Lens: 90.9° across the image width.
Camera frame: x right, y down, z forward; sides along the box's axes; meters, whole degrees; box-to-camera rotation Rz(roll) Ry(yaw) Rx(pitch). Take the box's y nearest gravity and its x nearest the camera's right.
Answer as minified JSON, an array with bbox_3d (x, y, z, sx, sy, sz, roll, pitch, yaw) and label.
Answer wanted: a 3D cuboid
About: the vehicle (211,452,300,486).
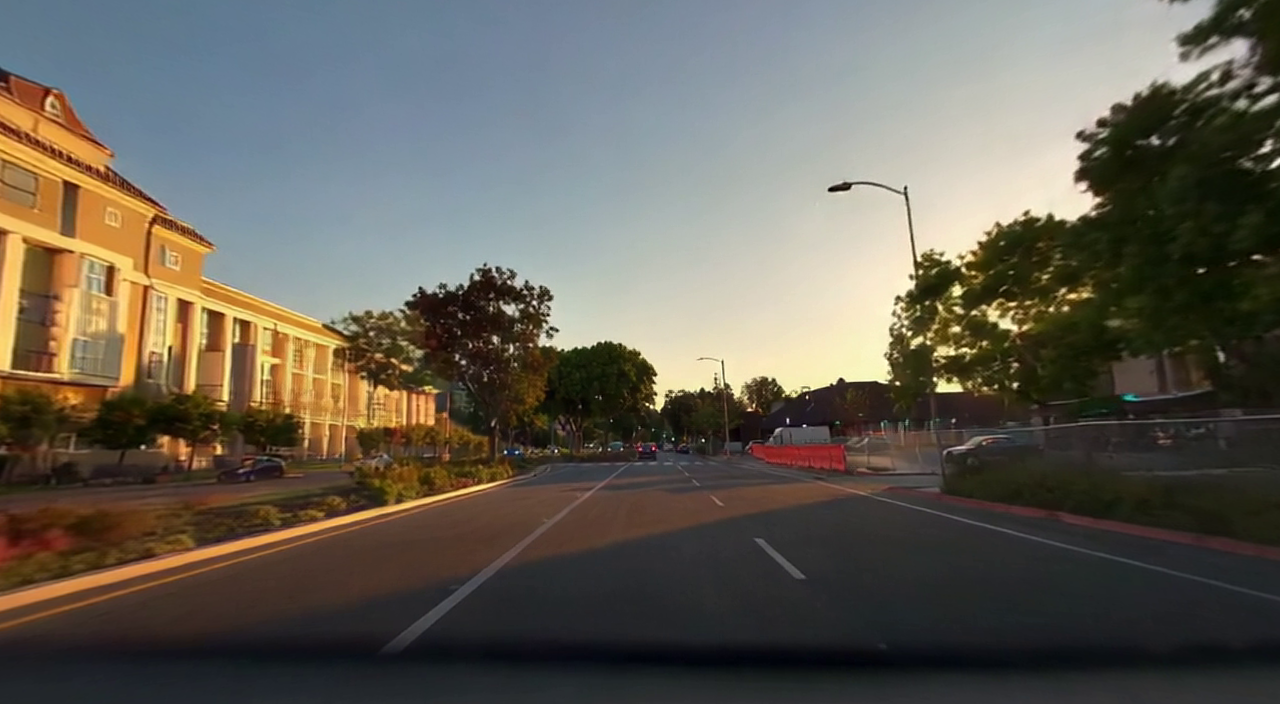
[{"bbox_3d":[-22.559,6.851,37.259,2.067,1.743,5.056,0,-8,-1],"label":"vehicle"}]

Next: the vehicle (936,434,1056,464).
[{"bbox_3d":[17.967,4.931,32.011,4.813,1.464,2.073,0,-9,-1],"label":"vehicle"}]
